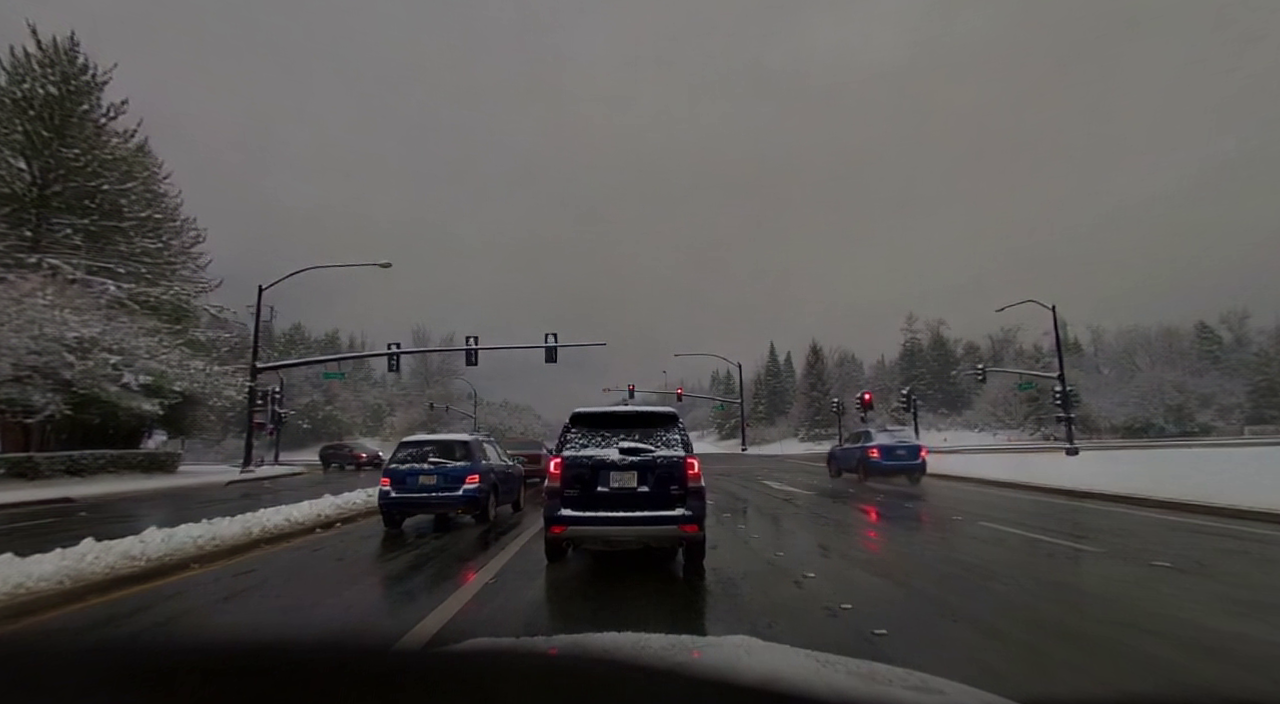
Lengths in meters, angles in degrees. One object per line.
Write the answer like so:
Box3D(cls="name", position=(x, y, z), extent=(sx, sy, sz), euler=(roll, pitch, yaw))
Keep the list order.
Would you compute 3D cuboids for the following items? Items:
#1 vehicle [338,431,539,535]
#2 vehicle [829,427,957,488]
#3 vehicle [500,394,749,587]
Box3D(cls="vehicle", position=(-3.366, 2.299, 11.873), extent=(2.061, 1.504, 5.142), euler=(0, -8, 0))
Box3D(cls="vehicle", position=(8.044, 3.404, 20.657), extent=(2.166, 1.761, 4.692), euler=(0, -8, -1))
Box3D(cls="vehicle", position=(-0.143, 1.588, 7.985), extent=(2.298, 1.770, 4.138), euler=(0, -8, 0))
